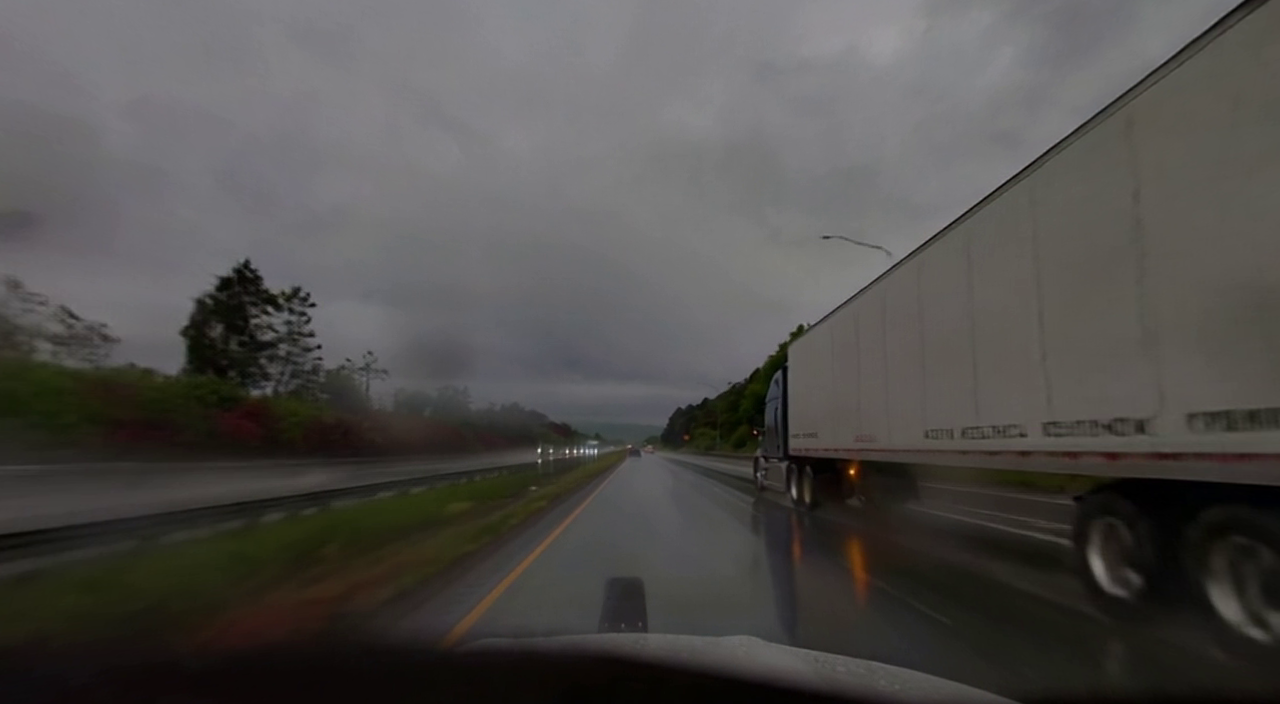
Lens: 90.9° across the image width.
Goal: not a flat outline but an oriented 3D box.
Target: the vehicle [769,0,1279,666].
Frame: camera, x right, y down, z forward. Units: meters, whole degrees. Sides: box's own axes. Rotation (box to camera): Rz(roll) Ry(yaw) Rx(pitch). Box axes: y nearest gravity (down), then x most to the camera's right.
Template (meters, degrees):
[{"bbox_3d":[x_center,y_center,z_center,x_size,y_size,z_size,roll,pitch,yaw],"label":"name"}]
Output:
[{"bbox_3d":[5.130,0.756,9.894,2.983,4.030,14.444,0,-9,-1],"label":"vehicle"}]
